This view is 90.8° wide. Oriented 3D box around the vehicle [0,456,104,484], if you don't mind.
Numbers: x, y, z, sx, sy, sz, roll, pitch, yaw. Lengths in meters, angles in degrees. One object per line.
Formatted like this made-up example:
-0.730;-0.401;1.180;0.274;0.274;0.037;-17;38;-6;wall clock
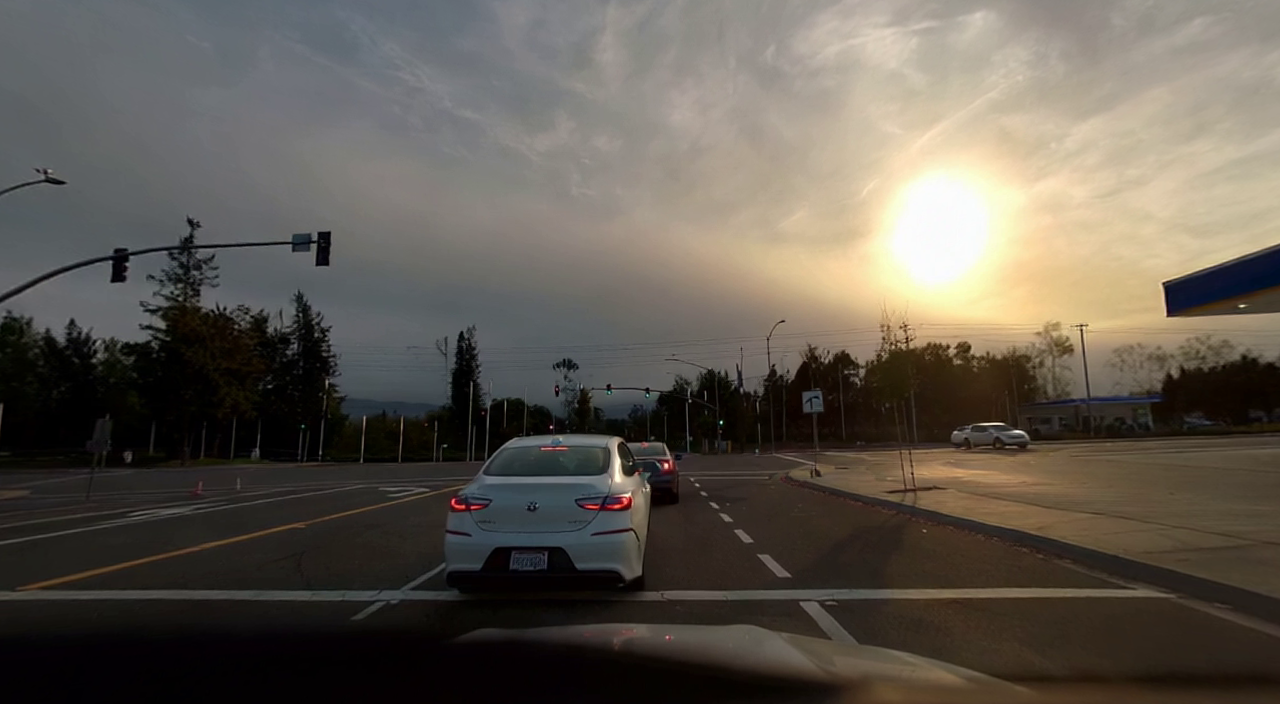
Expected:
-35.022;6.982;37.559;1.796;1.440;4.802;-1;-8;4;vehicle

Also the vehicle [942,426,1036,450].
22.540;5.594;40.968;4.874;1.502;2.048;0;-8;-1;vehicle

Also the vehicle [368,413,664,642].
-0.762;1.508;6.547;1.916;1.510;4.447;-1;-8;3;vehicle
